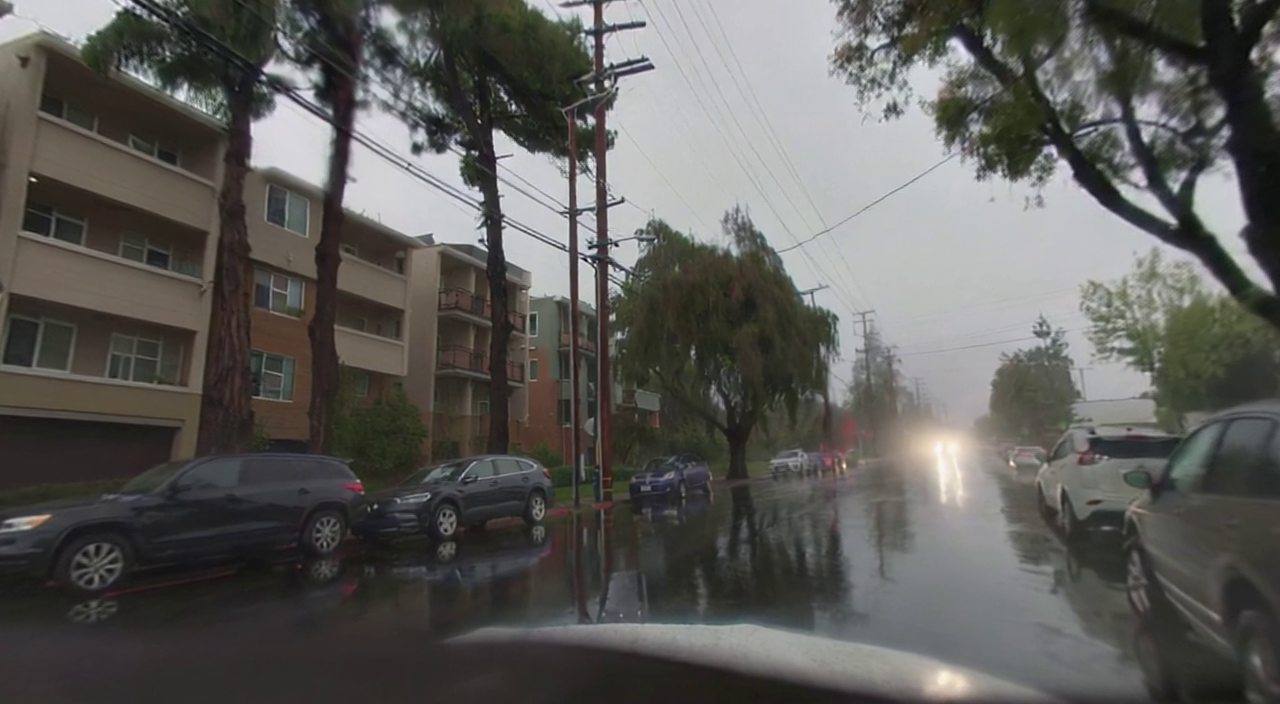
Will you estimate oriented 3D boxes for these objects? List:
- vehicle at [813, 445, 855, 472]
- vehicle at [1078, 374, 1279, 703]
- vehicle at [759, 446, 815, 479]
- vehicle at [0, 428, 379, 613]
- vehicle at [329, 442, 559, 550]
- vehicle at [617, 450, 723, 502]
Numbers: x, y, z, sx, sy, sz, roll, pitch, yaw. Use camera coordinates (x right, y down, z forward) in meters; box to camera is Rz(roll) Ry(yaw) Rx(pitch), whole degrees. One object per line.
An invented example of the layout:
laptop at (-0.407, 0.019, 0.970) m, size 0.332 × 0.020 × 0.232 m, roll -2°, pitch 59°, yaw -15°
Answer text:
vehicle at (14.920, 8.215, 48.342) m, size 1.953 × 1.699 × 4.234 m, roll -10°, pitch -16°, yaw 29°
vehicle at (3.686, 1.035, 3.053) m, size 2.030 × 1.535 × 4.683 m, roll -5°, pitch -10°, yaw 29°
vehicle at (8.758, 6.470, 37.316) m, size 2.011 × 1.801 × 4.676 m, roll -5°, pitch -10°, yaw 28°
vehicle at (-6.440, 2.220, 8.845) m, size 1.973 × 1.848 × 5.100 m, roll -12°, pitch -14°, yaw 24°
vehicle at (-3.911, 2.991, 13.483) m, size 2.068 × 1.745 × 4.579 m, roll -11°, pitch -14°, yaw 24°
vehicle at (1.246, 4.635, 23.931) m, size 2.017 × 1.582 × 4.664 m, roll -12°, pitch -13°, yaw 27°
